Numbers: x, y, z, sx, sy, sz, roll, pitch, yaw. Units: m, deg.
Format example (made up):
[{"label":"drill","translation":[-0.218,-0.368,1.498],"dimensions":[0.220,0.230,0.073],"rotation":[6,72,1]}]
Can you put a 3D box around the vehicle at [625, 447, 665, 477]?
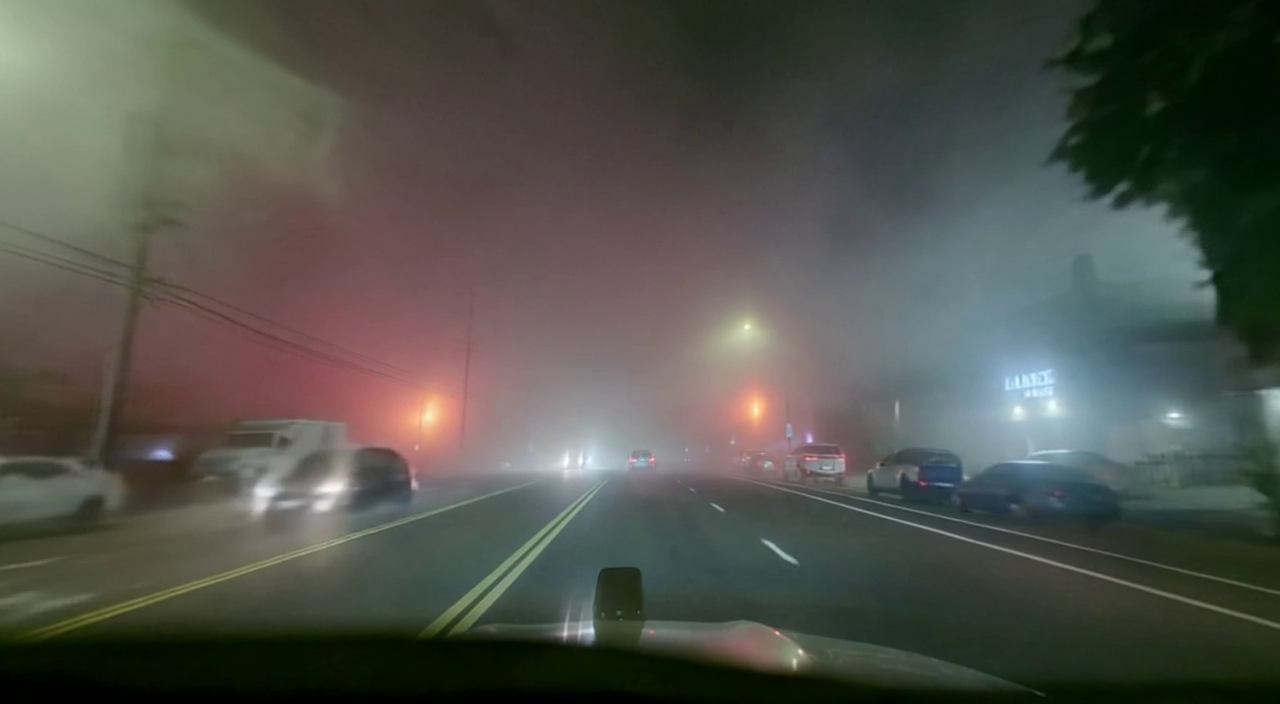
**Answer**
[{"label":"vehicle","translation":[0.232,6.077,35.265],"dimensions":[2.067,1.547,4.513],"rotation":[0,-9,-1]}]

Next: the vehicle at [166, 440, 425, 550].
[{"label":"vehicle","translation":[-5.992,2.501,11.903],"dimensions":[2.213,1.626,4.736],"rotation":[0,-9,0]}]

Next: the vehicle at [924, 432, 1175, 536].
[{"label":"vehicle","translation":[7.962,2.580,13.024],"dimensions":[2.003,1.723,4.654],"rotation":[0,-9,-1]}]

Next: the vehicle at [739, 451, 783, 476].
[{"label":"vehicle","translation":[7.773,7.189,40.892],"dimensions":[1.833,1.475,4.648],"rotation":[0,-9,-1]}]

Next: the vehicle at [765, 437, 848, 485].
[{"label":"vehicle","translation":[7.671,5.100,29.875],"dimensions":[2.370,2.022,5.918],"rotation":[0,-9,1]}]

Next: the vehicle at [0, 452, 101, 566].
[{"label":"vehicle","translation":[-9.671,2.013,7.771],"dimensions":[2.060,1.507,4.532],"rotation":[0,-9,0]}]
